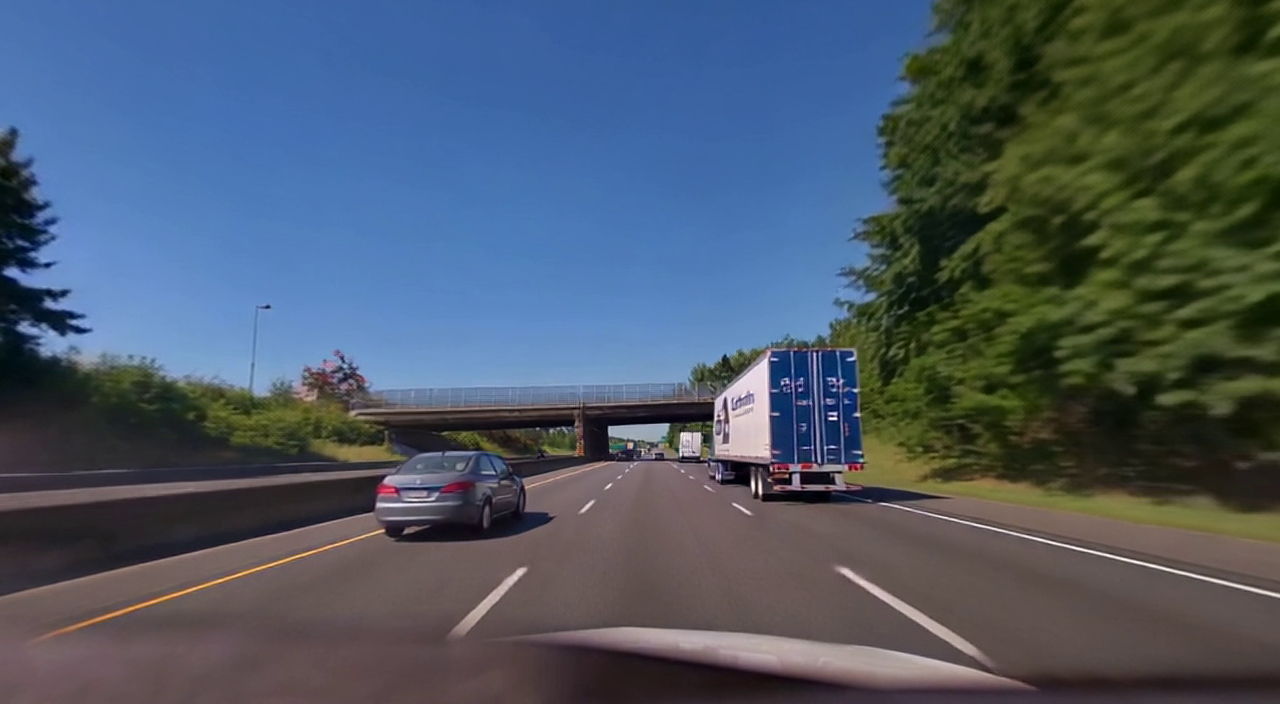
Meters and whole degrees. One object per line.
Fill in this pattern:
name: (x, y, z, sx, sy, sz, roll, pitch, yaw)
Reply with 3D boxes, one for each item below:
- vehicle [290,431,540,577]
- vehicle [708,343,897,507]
vehicle: (-2.833, 2.024, 9.190, 1.960, 1.579, 4.384, 0, -9, 1)
vehicle: (4.634, 2.804, 22.069, 2.858, 3.952, 13.731, 0, -9, 0)
